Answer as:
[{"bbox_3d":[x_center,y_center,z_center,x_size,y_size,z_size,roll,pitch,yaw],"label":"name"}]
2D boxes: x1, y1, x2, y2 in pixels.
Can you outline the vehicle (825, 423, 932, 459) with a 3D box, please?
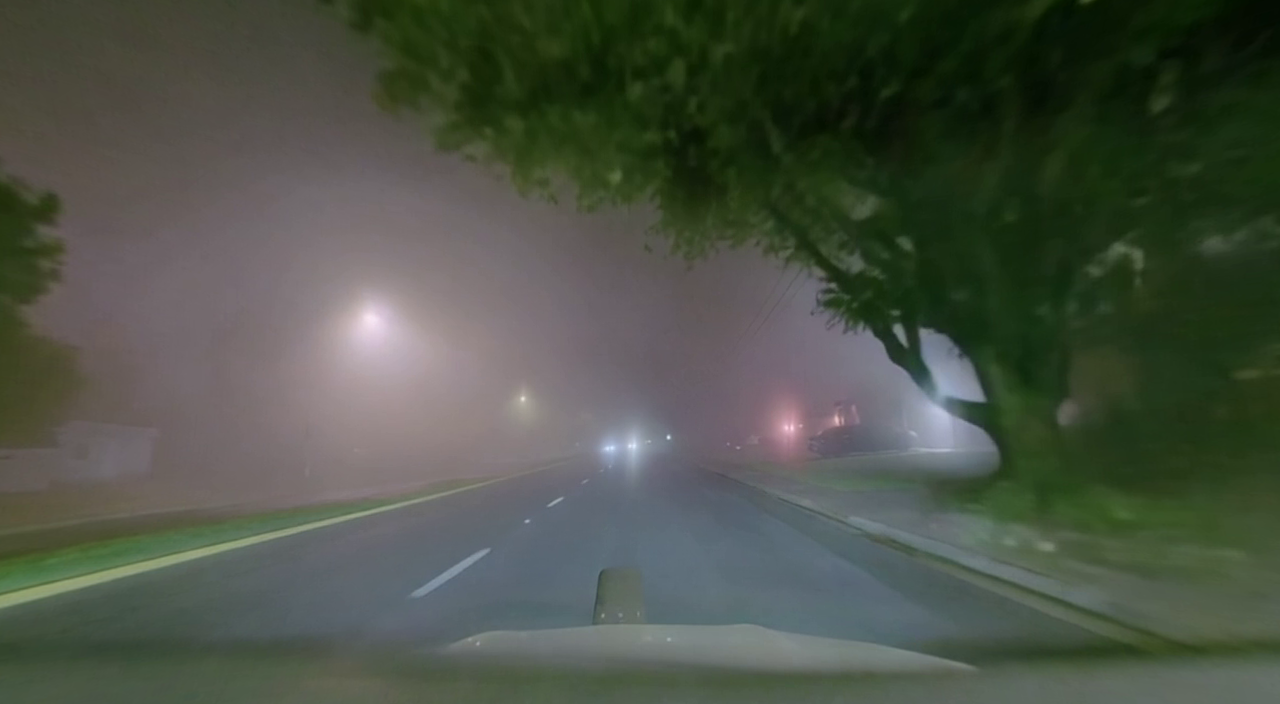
[{"bbox_3d":[11.785,4.440,31.469,4.545,1.680,2.001,-1,-8,4],"label":"vehicle"}]
